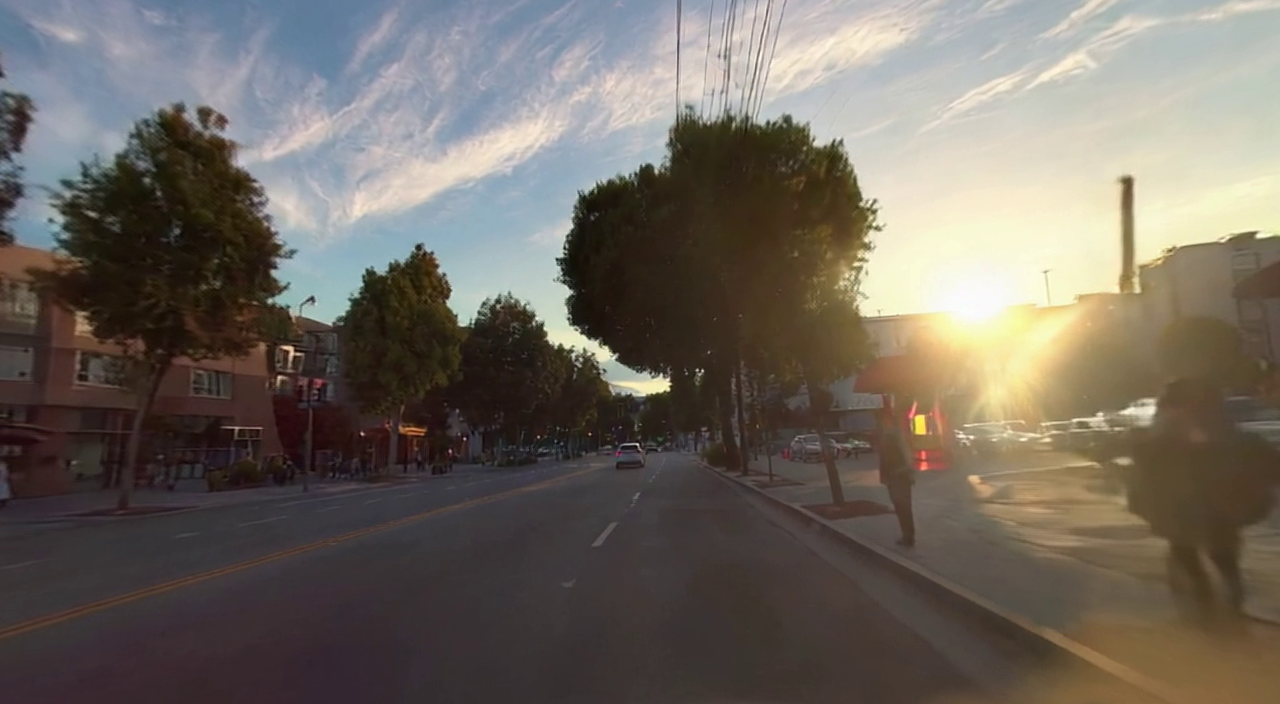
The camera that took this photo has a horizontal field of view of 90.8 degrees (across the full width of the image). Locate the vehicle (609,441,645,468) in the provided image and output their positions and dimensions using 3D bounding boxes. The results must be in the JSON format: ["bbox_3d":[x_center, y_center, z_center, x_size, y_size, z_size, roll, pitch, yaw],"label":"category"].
[{"bbox_3d":[-0.837,7.044,43.614,2.101,1.721,4.364,0,-8,4],"label":"vehicle"}]
